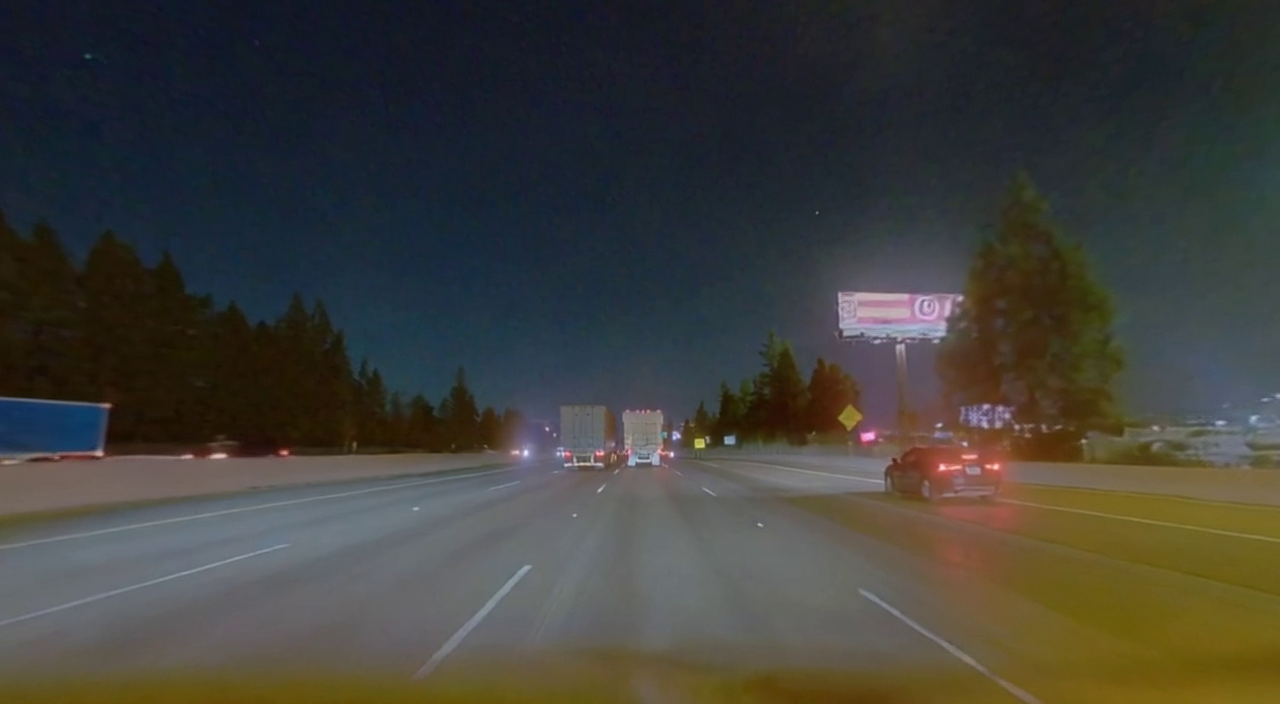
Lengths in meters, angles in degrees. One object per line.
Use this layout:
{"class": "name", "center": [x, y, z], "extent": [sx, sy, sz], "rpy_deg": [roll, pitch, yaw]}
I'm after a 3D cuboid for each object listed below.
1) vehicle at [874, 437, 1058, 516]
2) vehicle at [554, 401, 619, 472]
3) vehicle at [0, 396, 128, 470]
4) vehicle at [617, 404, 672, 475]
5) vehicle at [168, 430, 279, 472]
{"class": "vehicle", "center": [7.432, 2.839, 15.007], "extent": [1.969, 1.560, 4.394], "rpy_deg": [1, -8, -1]}
{"class": "vehicle", "center": [-3.250, 5.608, 41.604], "extent": [2.962, 3.947, 11.574], "rpy_deg": [1, -8, 1]}
{"class": "vehicle", "center": [-36.275, 4.395, 34.280], "extent": [2.834, 4.008, 16.723], "rpy_deg": [1, -8, 1]}
{"class": "vehicle", "center": [0.219, 5.494, 40.920], "extent": [3.054, 3.944, 11.230], "rpy_deg": [0, -6, 0]}
{"class": "vehicle", "center": [-18.833, 4.489, 28.759], "extent": [2.184, 1.764, 3.974], "rpy_deg": [1, -8, 2]}
